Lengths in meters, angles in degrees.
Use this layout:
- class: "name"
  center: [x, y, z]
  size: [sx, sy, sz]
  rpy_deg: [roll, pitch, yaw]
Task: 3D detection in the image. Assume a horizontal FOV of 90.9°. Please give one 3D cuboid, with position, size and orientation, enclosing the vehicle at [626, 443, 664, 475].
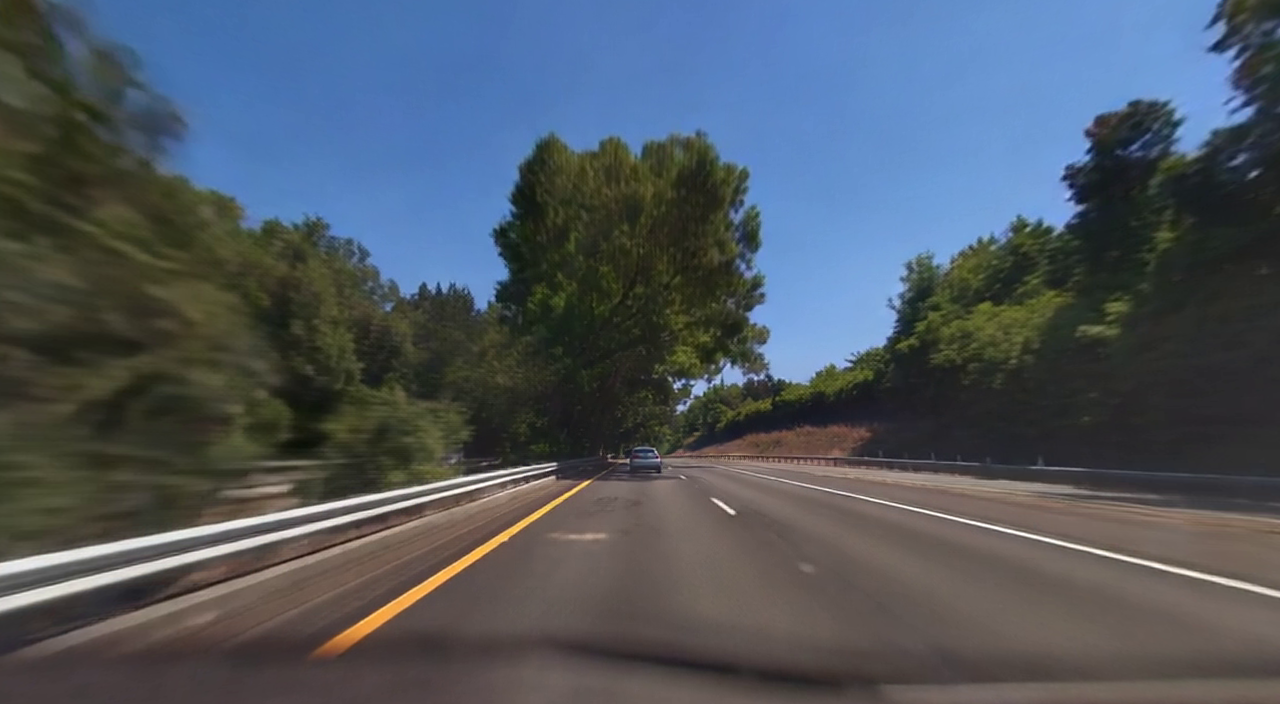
- class: "vehicle"
  center: [0.233, 5.814, 34.396]
  size: [1.987, 1.658, 3.620]
  rpy_deg: [0, -9, 0]
